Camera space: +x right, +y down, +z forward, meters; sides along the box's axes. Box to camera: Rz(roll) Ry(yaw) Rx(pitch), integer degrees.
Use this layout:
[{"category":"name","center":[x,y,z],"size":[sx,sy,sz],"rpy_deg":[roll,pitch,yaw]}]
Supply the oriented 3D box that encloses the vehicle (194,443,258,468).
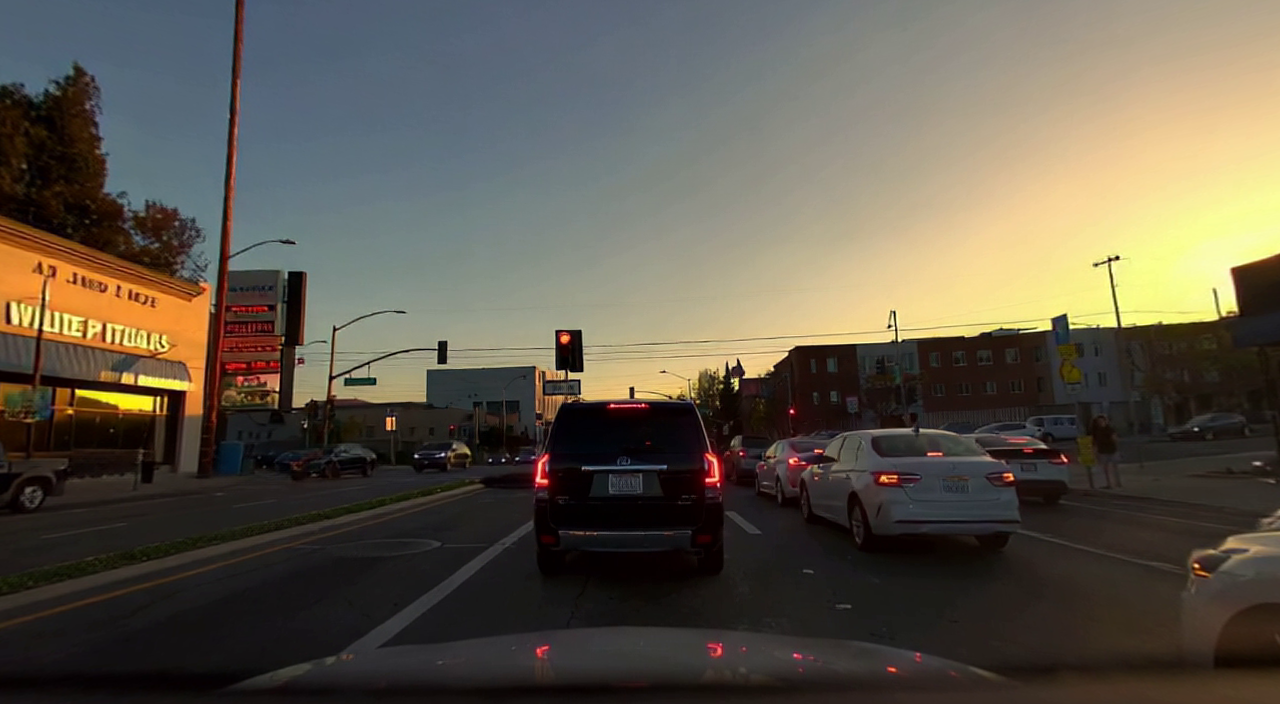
[{"category":"vehicle","center":[-27.422,6.870,41.871],"size":[1.693,1.563,3.716],"rpy_deg":[0,-8,0]}]

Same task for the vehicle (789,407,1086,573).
[{"category":"vehicle","center":[3.627,1.756,8.816],"size":[2.036,1.719,4.318],"rpy_deg":[0,-8,0]}]

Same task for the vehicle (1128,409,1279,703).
[{"category":"vehicle","center":[3.368,0.729,0.812],"size":[1.884,1.484,4.609],"rpy_deg":[0,-8,2]}]

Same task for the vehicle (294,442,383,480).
[{"category":"vehicle","center":[-14.826,5.375,31.351],"size":[2.102,1.737,4.570],"rpy_deg":[0,-8,1]}]

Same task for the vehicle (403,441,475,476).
[{"category":"vehicle","center":[-11.412,6.079,36.284],"size":[2.224,1.840,5.290],"rpy_deg":[0,-8,3]}]

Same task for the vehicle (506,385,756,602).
[{"category":"vehicle","center":[0.007,1.535,7.684],"size":[2.154,1.861,4.280],"rpy_deg":[0,-8,3]}]
